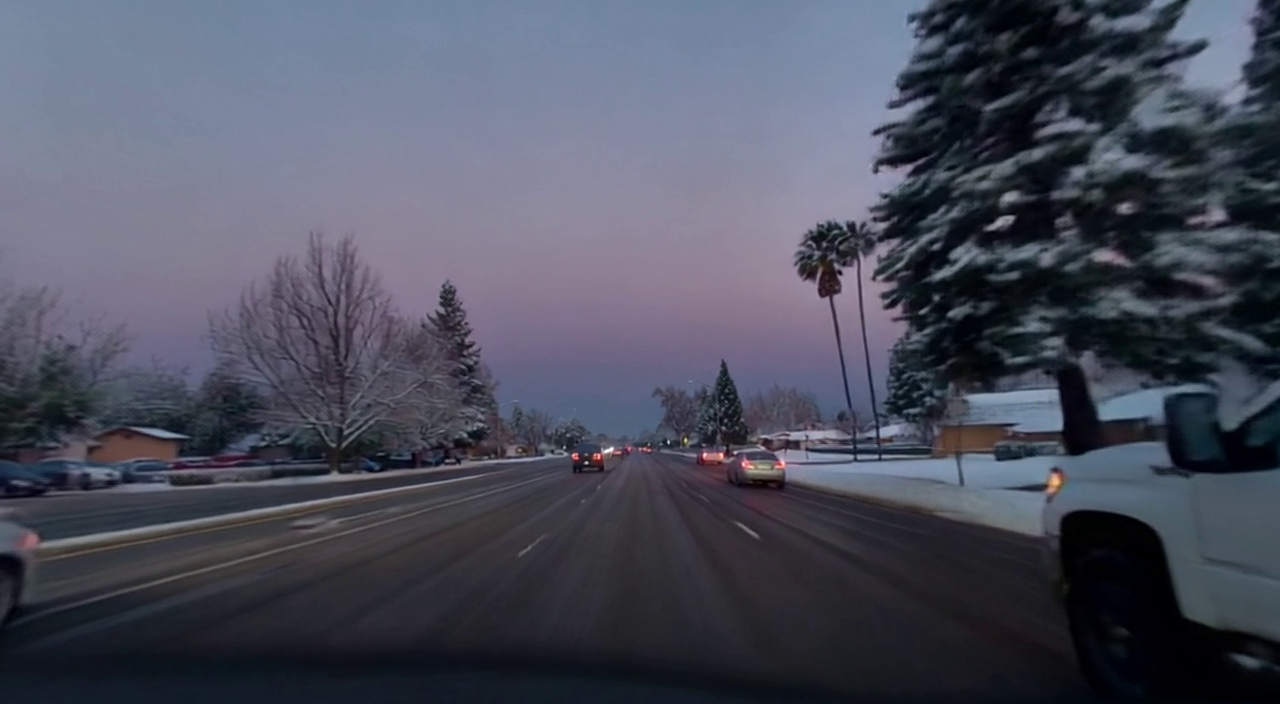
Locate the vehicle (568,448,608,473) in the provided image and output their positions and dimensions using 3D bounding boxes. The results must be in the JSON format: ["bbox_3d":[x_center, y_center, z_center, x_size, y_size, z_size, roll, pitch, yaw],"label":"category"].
[{"bbox_3d":[-3.328,7.073,41.450,2.263,1.548,4.555,0,-9,0],"label":"vehicle"}]

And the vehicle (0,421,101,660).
[{"bbox_3d":[-4.998,0.981,2.544,2.094,1.509,4.286,1,-9,-5],"label":"vehicle"}]

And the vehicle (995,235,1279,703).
[{"bbox_3d":[3.470,0.435,0.992,2.478,2.030,5.723,0,-9,0],"label":"vehicle"}]

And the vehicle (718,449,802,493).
[{"bbox_3d":[4.282,4.321,23.436,2.149,1.421,4.805,0,-9,0],"label":"vehicle"}]
